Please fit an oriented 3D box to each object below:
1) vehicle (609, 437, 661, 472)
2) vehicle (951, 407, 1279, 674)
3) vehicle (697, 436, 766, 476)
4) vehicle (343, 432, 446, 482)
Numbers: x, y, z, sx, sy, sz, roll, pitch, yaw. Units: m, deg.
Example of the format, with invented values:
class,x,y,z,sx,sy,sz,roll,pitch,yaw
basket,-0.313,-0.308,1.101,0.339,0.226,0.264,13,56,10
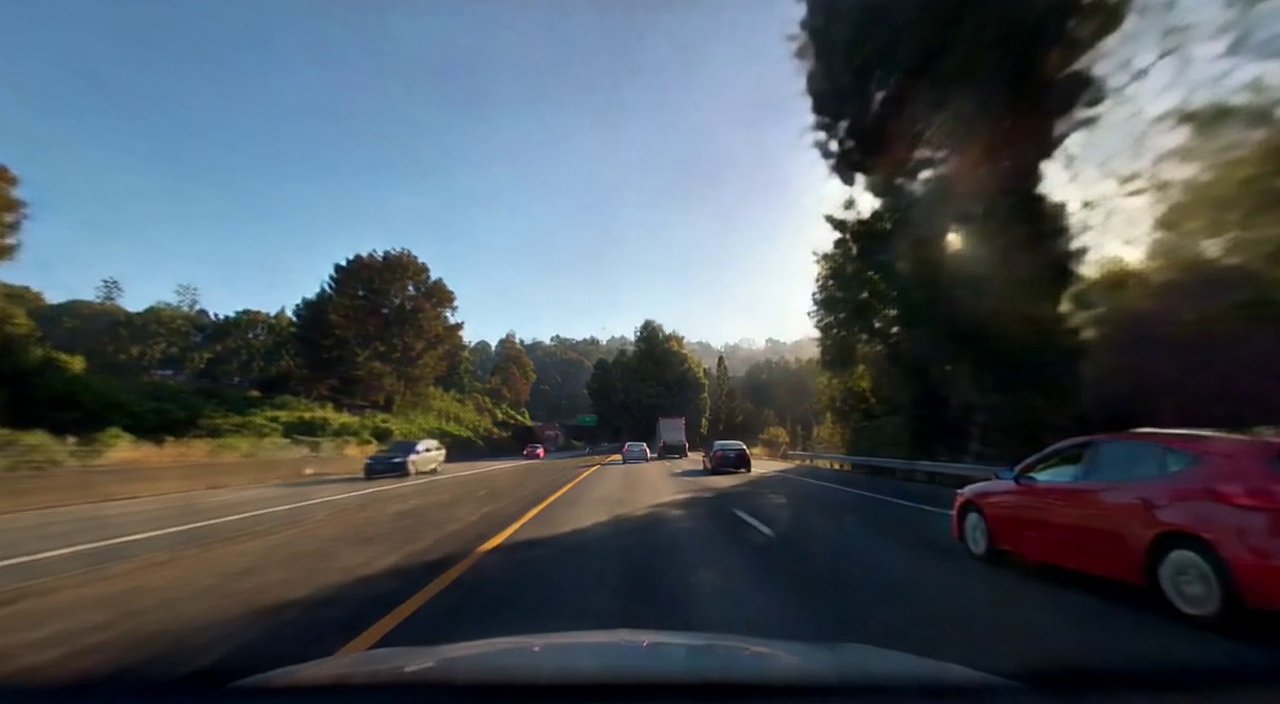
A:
class,x,y,z,sx,sy,sz,roll,pitch,yaw
vehicle,-0.248,4.539,28.284,2.143,1.466,3.693,0,-8,-1
vehicle,4.665,1.272,5.056,2.066,1.526,4.216,0,-8,-2
vehicle,3.607,4.150,25.651,2.004,1.469,4.472,0,-8,-2
vehicle,-9.468,4.066,24.868,2.213,1.760,4.705,0,-8,-1
